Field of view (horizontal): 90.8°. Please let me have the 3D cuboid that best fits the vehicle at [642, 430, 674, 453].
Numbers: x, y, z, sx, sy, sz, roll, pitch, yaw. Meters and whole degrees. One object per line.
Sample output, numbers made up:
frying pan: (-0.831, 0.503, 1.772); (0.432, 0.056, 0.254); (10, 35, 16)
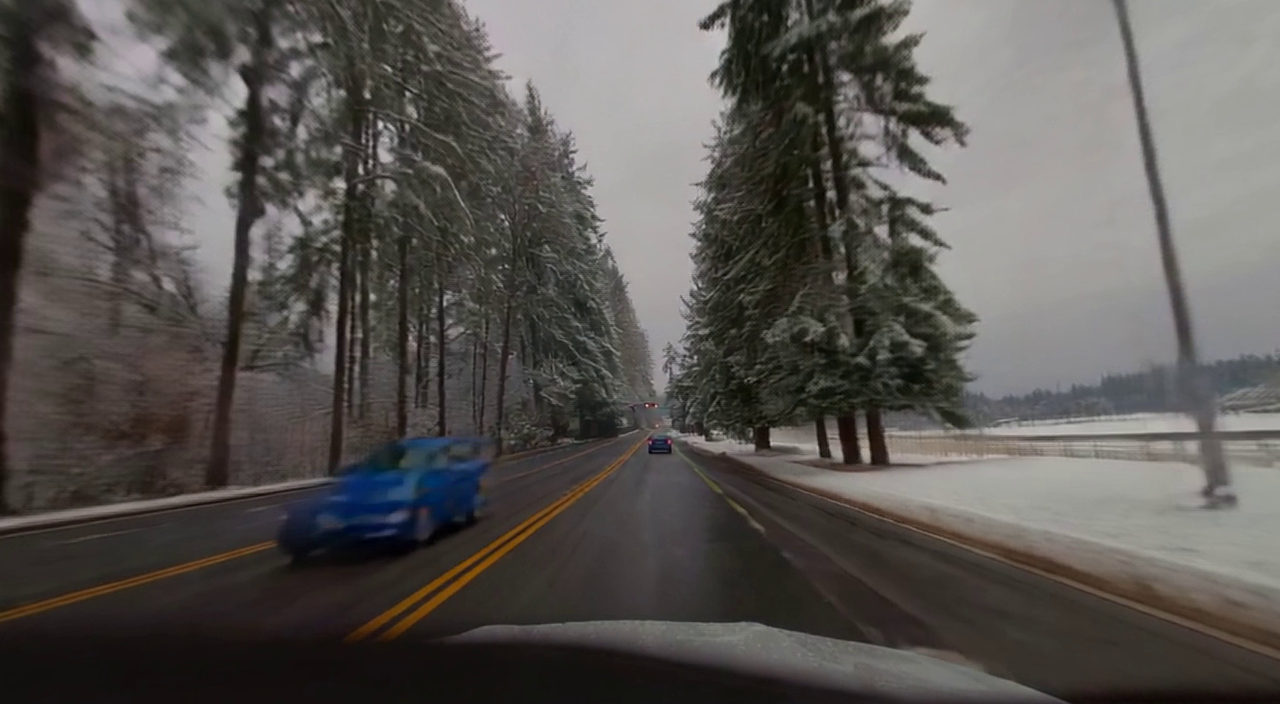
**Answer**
vehicle: (1.215, 6.138, 43.023); (2.067, 1.486, 3.861); (-1, -9, 2)
